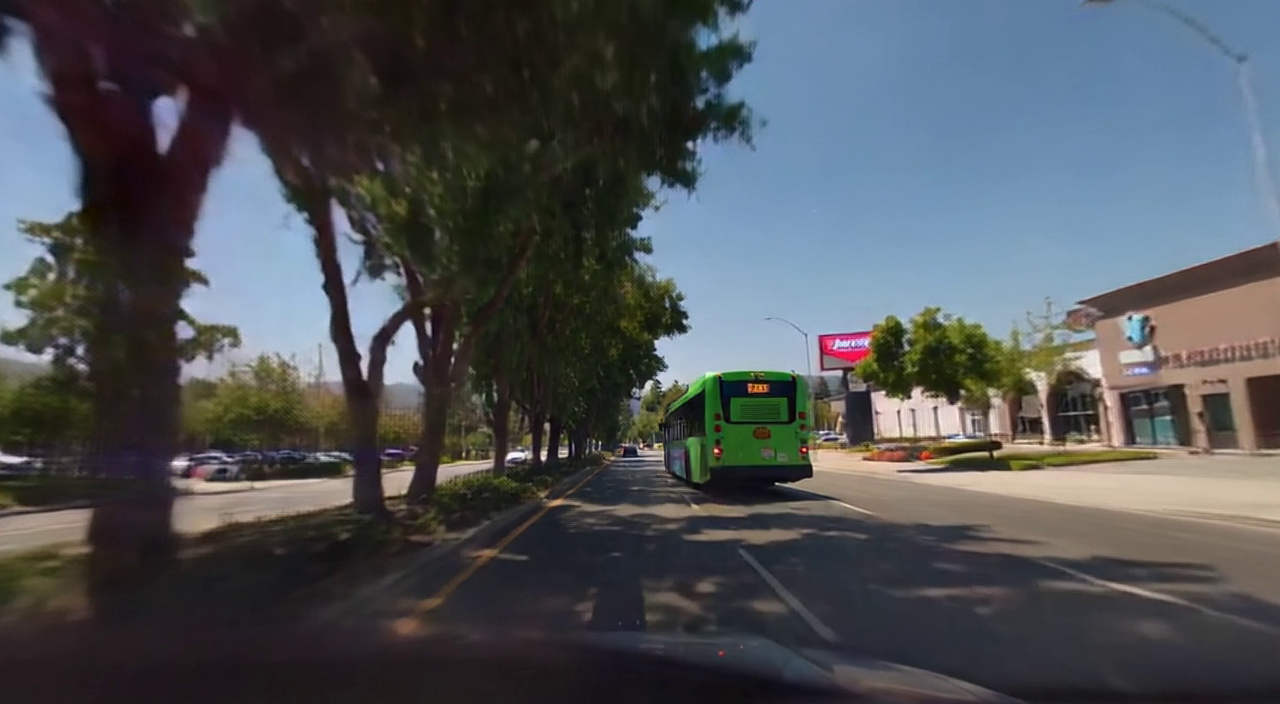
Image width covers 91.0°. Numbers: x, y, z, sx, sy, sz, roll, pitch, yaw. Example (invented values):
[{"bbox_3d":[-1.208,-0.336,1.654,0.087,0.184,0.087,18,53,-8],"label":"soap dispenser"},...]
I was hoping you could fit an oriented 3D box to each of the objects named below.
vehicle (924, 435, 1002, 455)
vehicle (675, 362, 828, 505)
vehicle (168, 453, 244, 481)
[{"bbox_3d":[23.854,6.876,46.591,4.659,1.434,1.900,-1,-8,2],"label":"vehicle"},{"bbox_3d":[2.824,2.543,19.278,2.766,3.306,9.281,0,-8,-1],"label":"vehicle"},{"bbox_3d":[-32.142,8.502,46.818,2.119,1.714,4.993,-2,-8,0],"label":"vehicle"}]
